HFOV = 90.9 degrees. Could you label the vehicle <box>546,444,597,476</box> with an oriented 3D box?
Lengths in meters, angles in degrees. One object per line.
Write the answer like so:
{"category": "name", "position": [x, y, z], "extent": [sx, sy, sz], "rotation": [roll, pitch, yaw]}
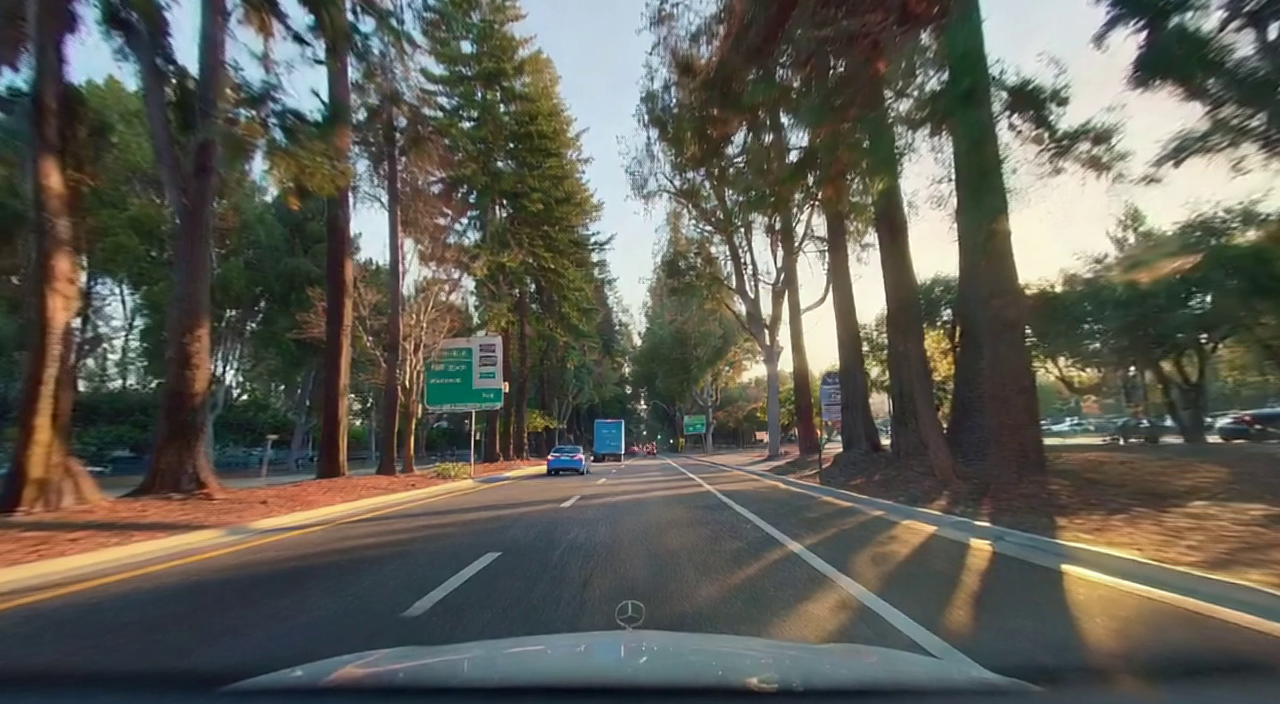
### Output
{"category": "vehicle", "position": [-3.329, 5.362, 31.490], "extent": [2.005, 1.462, 4.345], "rotation": [0, -8, 1]}
